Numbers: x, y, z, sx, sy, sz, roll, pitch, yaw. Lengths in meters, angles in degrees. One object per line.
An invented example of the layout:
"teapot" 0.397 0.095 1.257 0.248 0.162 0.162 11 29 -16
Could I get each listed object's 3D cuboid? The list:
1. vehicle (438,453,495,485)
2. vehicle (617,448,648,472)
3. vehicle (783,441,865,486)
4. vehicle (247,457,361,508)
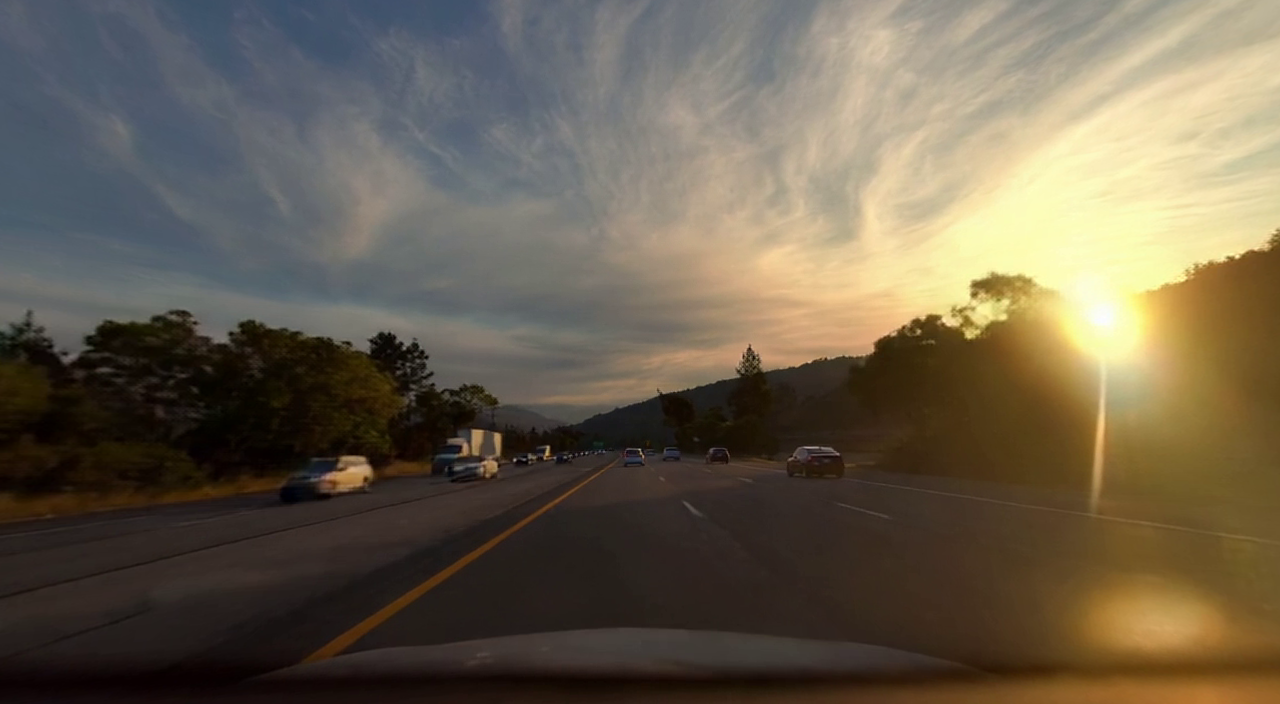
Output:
"vehicle" -9.031 6.114 33.216 1.857 1.511 3.838 -1 -9 1
"vehicle" -0.479 7.322 43.071 2.021 1.507 4.272 0 -9 0
"vehicle" 7.044 4.295 24.588 1.903 1.566 3.866 0 -9 -2
"vehicle" -12.443 4.806 23.737 1.897 1.659 4.306 0 -9 0
